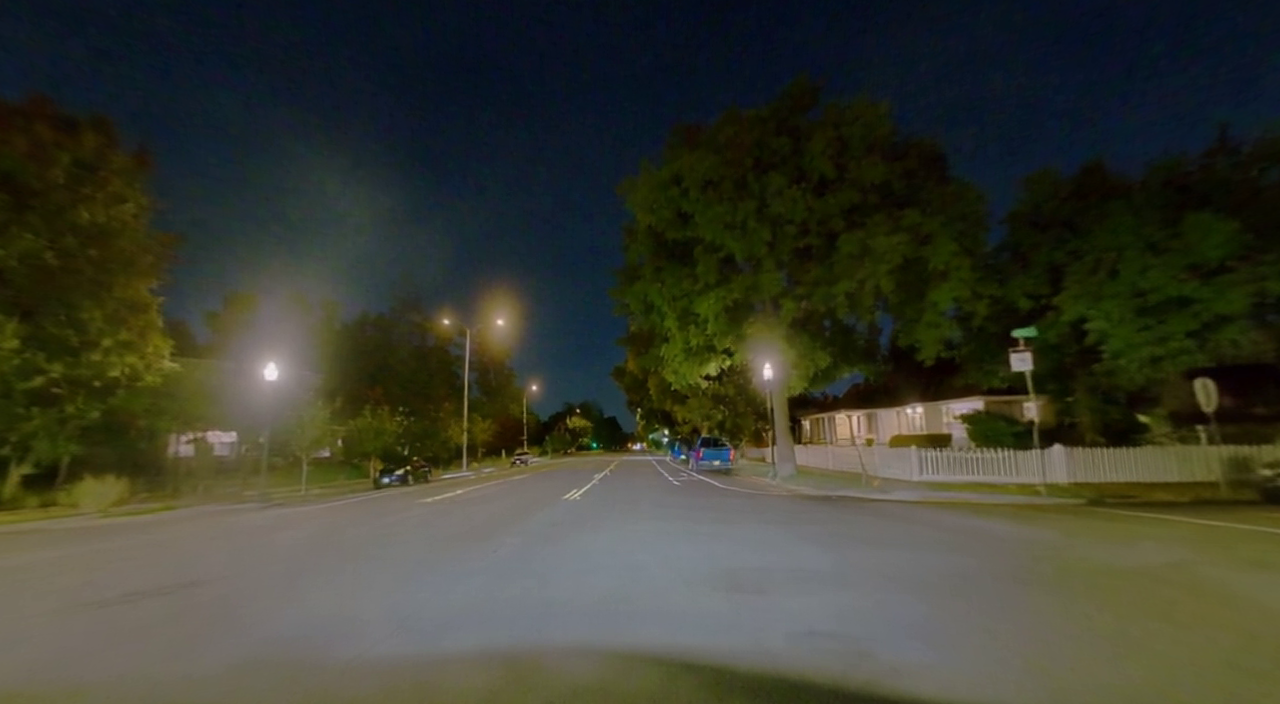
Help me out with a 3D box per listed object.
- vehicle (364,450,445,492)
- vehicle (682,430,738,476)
[{"bbox_3d":[-10.899,5.473,29.580,2.049,1.527,4.677,-4,-8,-1],"label":"vehicle"},{"bbox_3d":[3.748,5.525,34.796,2.504,2.114,6.073,5,-8,3],"label":"vehicle"}]
